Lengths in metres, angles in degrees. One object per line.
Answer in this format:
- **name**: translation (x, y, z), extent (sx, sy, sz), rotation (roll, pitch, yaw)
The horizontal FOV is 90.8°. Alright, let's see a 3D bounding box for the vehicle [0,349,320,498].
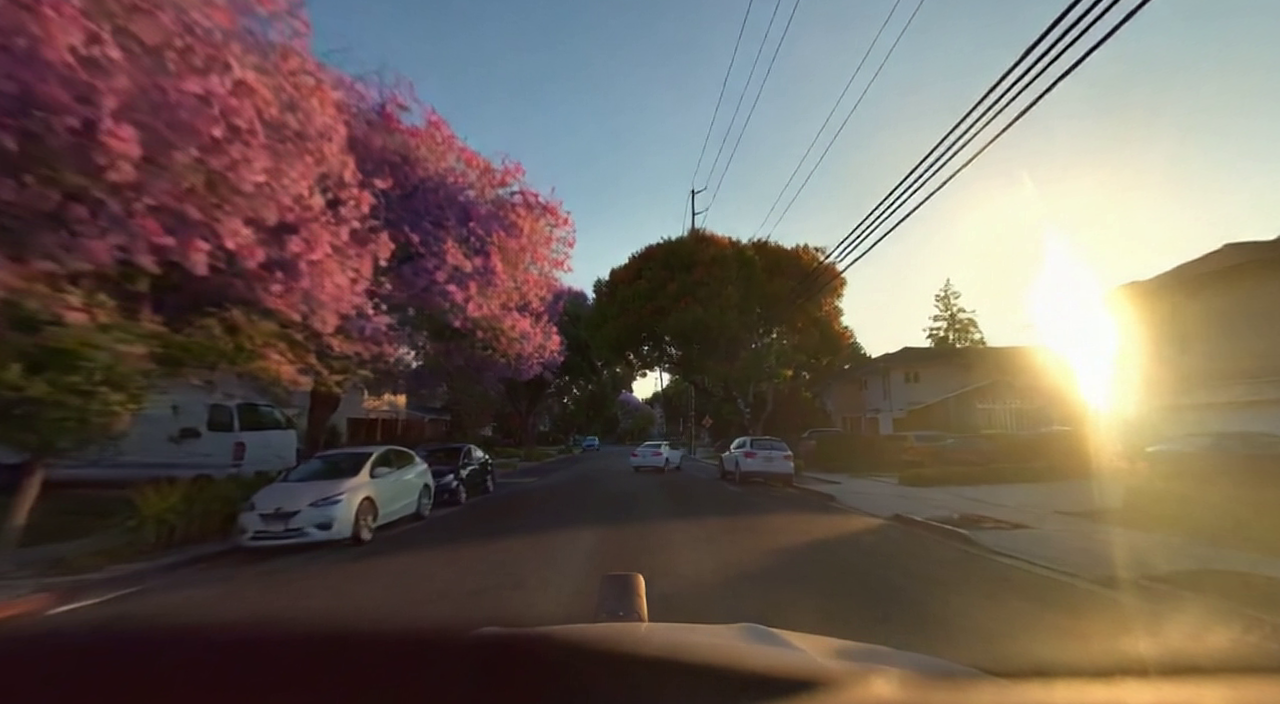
- **vehicle**: translation (-13.071, 1.829, 15.969), extent (8.239, 3.354, 2.902), rotation (0, -9, 1)

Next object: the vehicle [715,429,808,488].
- **vehicle**: translation (3.797, 3.424, 20.654), extent (2.103, 1.679, 4.386), rotation (0, -8, -1)

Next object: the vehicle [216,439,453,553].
- **vehicle**: translation (-4.858, 2.280, 10.917), extent (1.874, 1.413, 4.442), rotation (0, -6, 0)

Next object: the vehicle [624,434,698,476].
- **vehicle**: translation (0.946, 3.970, 24.657), extent (2.075, 1.449, 4.526), rotation (-2, -8, 13)

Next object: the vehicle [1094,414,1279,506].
- **vehicle**: translation (12.306, 2.203, 13.083), extent (4.186, 1.748, 1.992), rotation (0, -8, 1)
